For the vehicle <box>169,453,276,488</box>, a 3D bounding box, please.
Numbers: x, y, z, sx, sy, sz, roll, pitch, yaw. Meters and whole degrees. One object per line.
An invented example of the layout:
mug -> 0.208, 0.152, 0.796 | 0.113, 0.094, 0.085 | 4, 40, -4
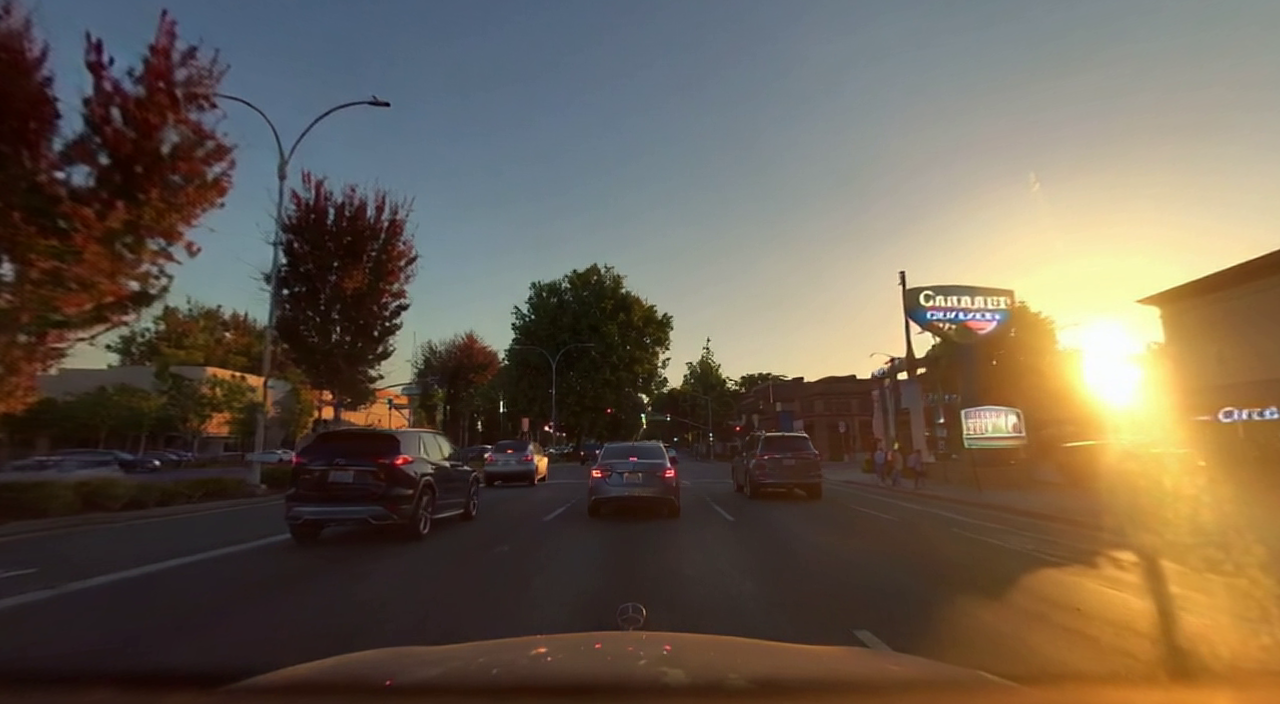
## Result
vehicle -> -19.473, 5.513, 29.678 | 1.888, 1.435, 4.574 | 0, -9, 1

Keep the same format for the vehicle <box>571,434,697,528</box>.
vehicle -> -0.106, 2.485, 12.684 | 2.121, 1.563, 4.031 | 0, -8, 0

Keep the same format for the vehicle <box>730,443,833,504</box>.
vehicle -> 3.798, 3.329, 17.716 | 1.979, 1.485, 4.207 | 0, -8, 1

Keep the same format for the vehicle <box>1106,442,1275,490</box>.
vehicle -> 22.286, 4.566, 25.760 | 2.260, 1.737, 4.527 | 3, -9, -22

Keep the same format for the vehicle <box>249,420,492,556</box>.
vehicle -> -3.866, 2.011, 9.976 | 1.983, 1.685, 3.997 | 0, -8, 1

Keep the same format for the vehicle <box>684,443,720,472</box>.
vehicle -> 3.753, 6.448, 38.646 | 1.848, 1.665, 3.747 | 0, -8, 0

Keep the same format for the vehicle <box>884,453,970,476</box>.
vehicle -> 19.197, 7.536, 42.342 | 4.795, 1.457, 1.986 | -1, -9, 4

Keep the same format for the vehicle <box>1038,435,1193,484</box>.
vehicle -> 17.874, 4.031, 23.933 | 1.907, 1.669, 4.147 | 5, -10, -28

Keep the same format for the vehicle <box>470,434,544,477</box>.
vehicle -> -6.711, 5.303, 32.581 | 2.321, 2.013, 5.640 | 0, -8, 3

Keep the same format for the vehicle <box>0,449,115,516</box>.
vehicle -> -15.545, 3.067, 14.967 | 1.988, 1.498, 4.756 | 0, -8, 1

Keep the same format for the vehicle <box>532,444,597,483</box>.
vehicle -> -3.099, 4.648, 26.698 | 2.126, 1.490, 4.265 | 0, -8, 2
